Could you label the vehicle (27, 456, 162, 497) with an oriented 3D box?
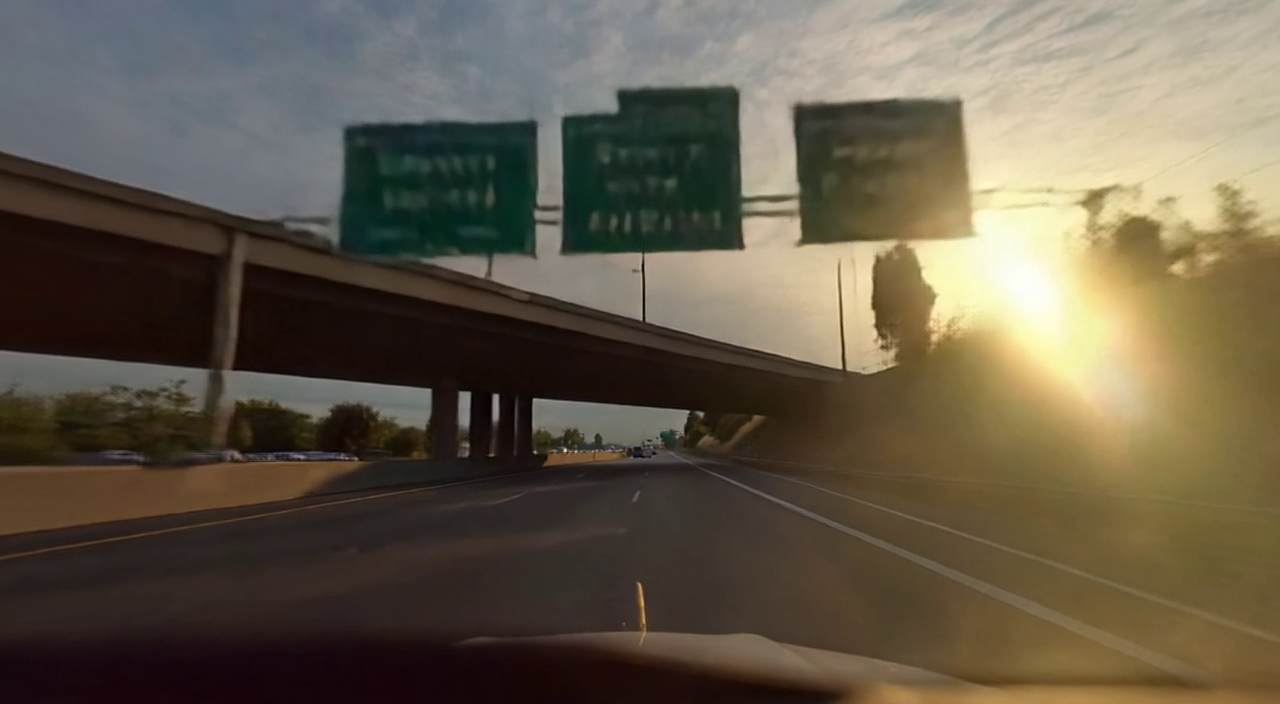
[{"bbox_3d":[-21.392,4.867,24.944,1.835,1.455,3.837,0,-9,2],"label":"vehicle"}]
